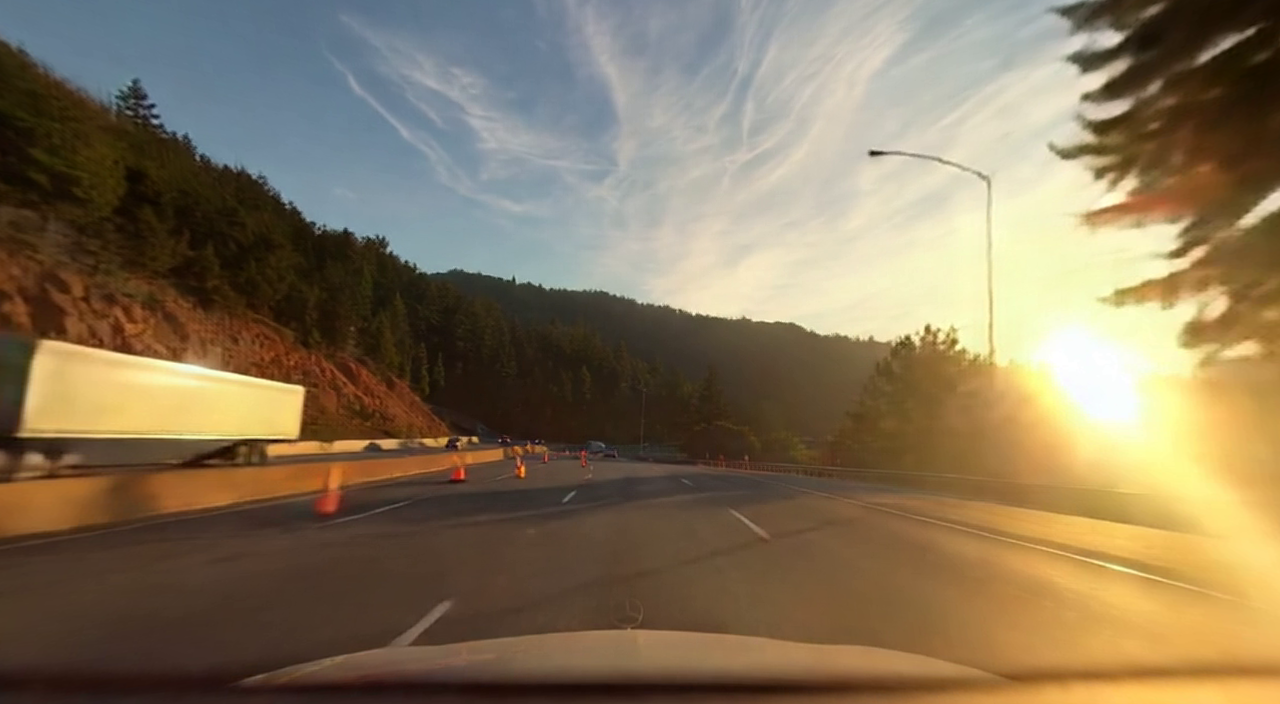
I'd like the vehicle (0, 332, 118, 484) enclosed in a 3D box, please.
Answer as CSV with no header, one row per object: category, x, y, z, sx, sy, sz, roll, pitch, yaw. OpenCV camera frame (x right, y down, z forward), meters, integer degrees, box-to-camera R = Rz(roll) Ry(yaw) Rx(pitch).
vehicle,-19.477,1.511,17.305,3.015,4.224,8.233,0,-9,0

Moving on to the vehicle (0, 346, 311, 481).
vehicle,-19.738,3.035,27.239,2.886,4.146,15.863,0,-9,-1
